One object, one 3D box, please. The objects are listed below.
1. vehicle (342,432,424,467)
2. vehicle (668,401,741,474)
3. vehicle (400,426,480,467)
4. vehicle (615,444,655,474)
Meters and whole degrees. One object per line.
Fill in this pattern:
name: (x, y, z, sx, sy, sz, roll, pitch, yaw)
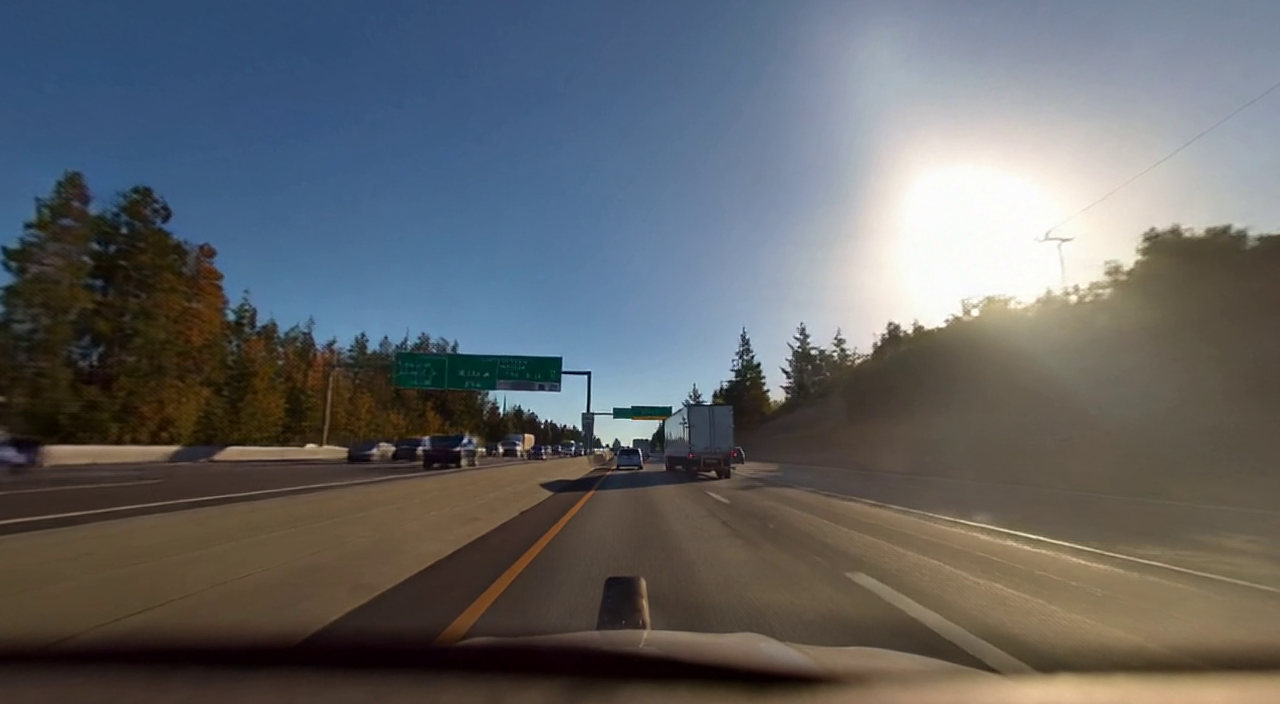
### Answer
vehicle: (-11.783, 4.540, 29.276, 1.867, 1.499, 4.538, 0, -9, 0)
vehicle: (3.865, 5.730, 41.323, 2.931, 4.009, 12.800, 0, -9, -2)
vehicle: (-7.774, 3.738, 24.922, 1.877, 1.481, 4.062, 0, -9, -1)
vehicle: (-0.332, 6.025, 35.629, 2.111, 1.599, 3.859, 0, -9, -2)
